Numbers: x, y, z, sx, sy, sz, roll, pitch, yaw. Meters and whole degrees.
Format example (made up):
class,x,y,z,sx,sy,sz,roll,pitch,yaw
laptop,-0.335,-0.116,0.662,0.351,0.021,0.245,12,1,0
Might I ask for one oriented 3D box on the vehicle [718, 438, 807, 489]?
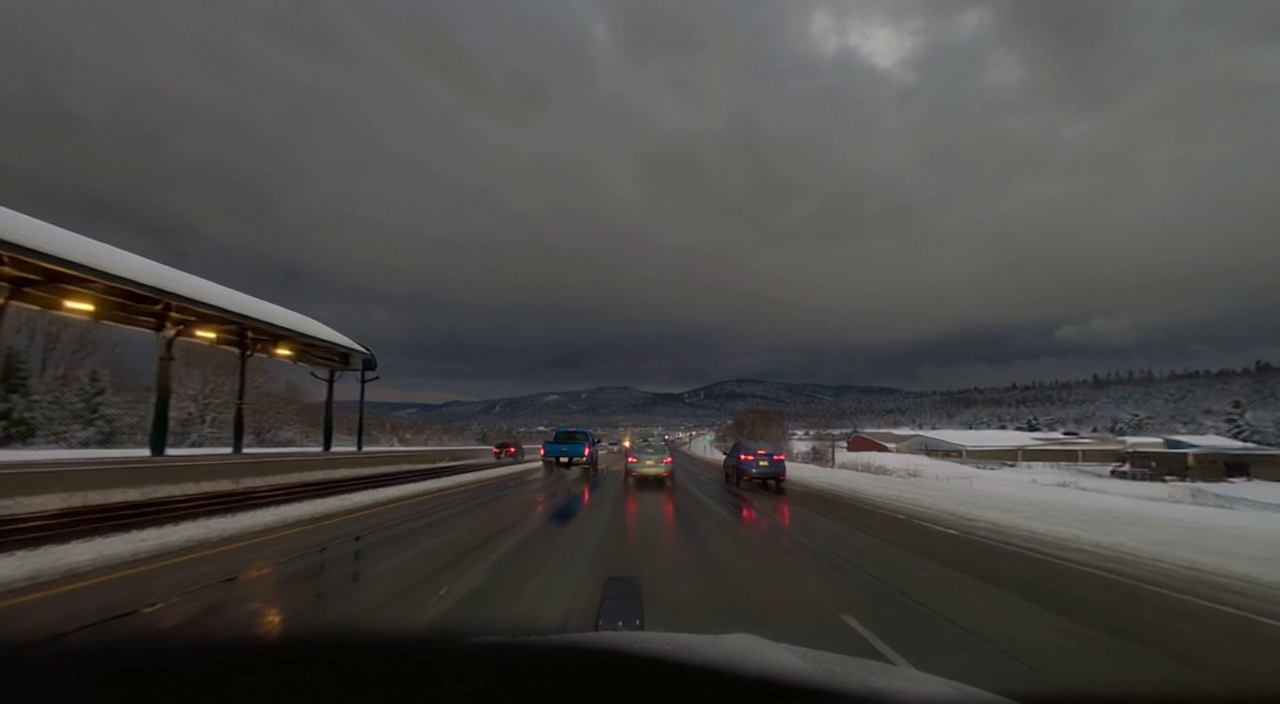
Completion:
class,x,y,z,sx,sy,sz,roll,pitch,yaw
vehicle,3.996,3.724,21.392,2.023,1.510,4.773,0,-8,-1

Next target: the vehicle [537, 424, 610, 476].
class,x,y,z,sx,sy,sz,roll,pitch,yaw
vehicle,-3.038,4.745,30.764,2.733,2.230,6.820,0,-8,1

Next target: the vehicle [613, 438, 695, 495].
class,x,y,z,sx,sy,sz,roll,pitch,yaw
vehicle,0.353,3.356,18.875,2.171,1.493,4.081,0,-8,-1
